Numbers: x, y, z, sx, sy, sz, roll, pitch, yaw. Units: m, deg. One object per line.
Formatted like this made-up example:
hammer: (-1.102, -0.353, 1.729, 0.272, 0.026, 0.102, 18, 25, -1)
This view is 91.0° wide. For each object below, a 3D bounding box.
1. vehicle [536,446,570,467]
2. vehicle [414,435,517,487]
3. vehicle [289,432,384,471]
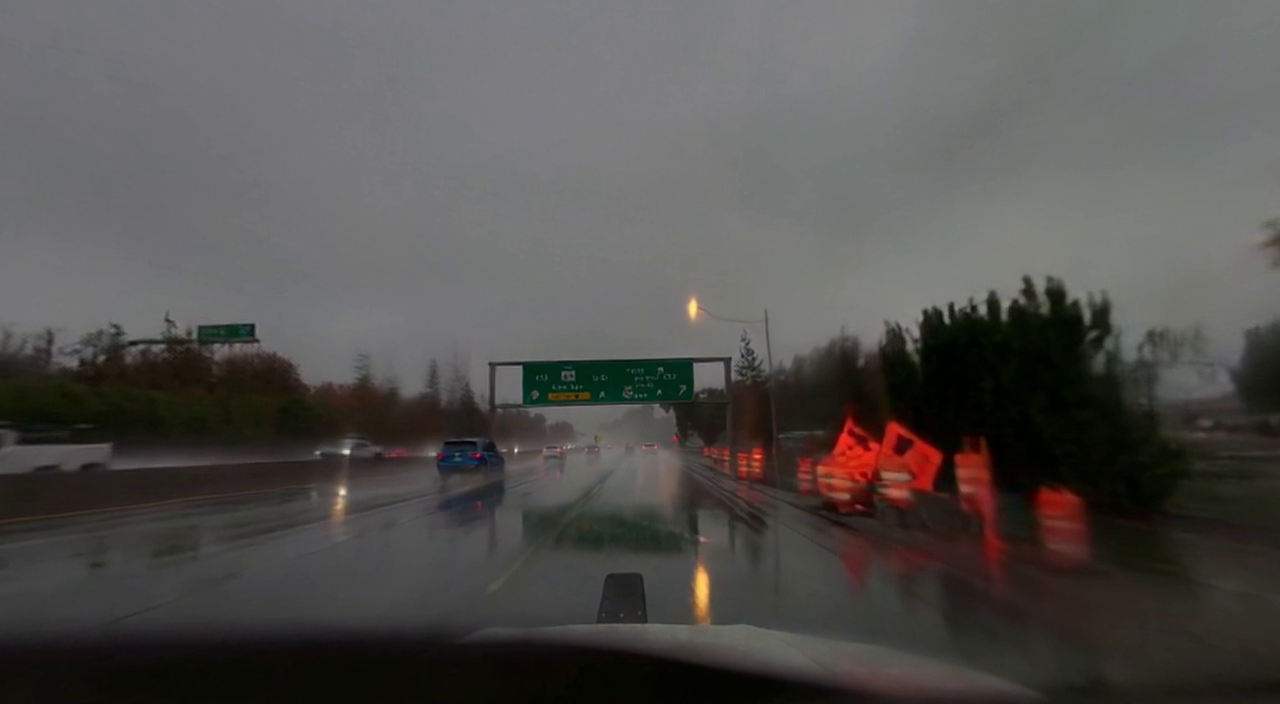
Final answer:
vehicle: (-6.562, 7.900, 47.961, 1.895, 1.506, 4.245, 0, -9, 1)
vehicle: (-6.281, 3.990, 23.338, 2.402, 1.733, 4.512, 0, -9, 2)
vehicle: (-18.437, 6.097, 38.765, 2.592, 2.186, 6.335, 0, -9, 1)
